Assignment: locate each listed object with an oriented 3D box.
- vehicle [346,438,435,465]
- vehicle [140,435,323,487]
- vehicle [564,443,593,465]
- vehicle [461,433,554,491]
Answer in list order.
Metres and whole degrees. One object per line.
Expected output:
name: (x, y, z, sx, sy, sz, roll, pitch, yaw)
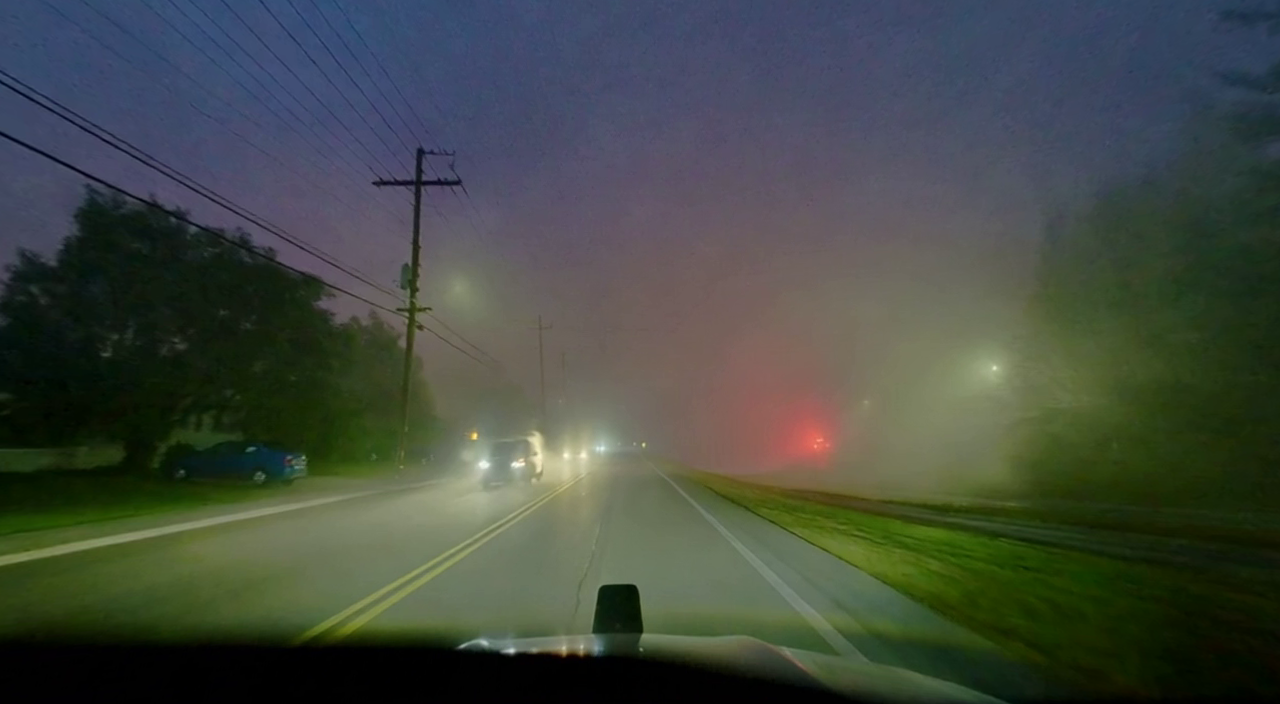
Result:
vehicle: (-15.495, 6.228, 39.472, 4.682, 1.549, 2.032, 3, -9, -8)
vehicle: (-12.804, 3.453, 20.240, 4.567, 1.518, 1.999, 4, -9, -23)
vehicle: (-4.459, 7.434, 46.134, 1.796, 1.516, 3.871, 0, -9, 0)
vehicle: (-4.296, 3.645, 21.288, 2.153, 1.715, 4.333, 0, -9, 0)
